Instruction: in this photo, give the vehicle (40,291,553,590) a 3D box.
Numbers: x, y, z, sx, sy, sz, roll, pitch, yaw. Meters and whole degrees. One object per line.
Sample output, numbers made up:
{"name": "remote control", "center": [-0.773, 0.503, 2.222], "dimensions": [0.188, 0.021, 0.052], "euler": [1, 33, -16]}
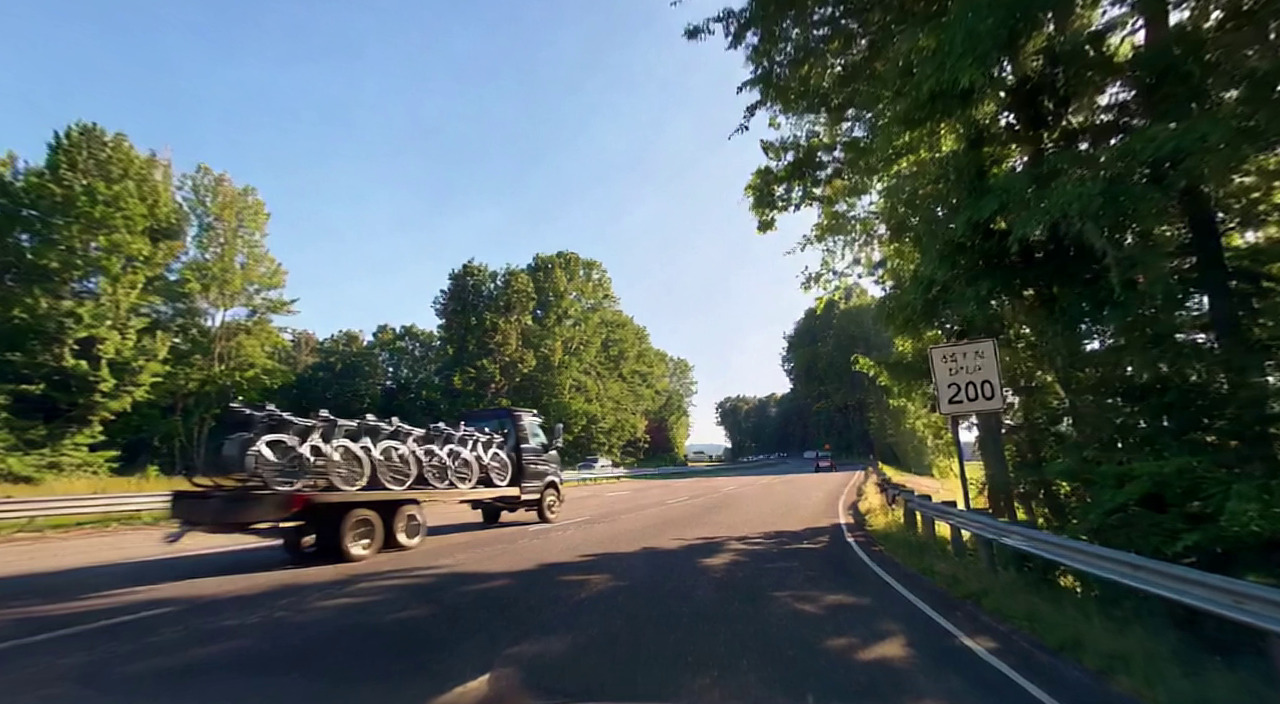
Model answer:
{"name": "vehicle", "center": [-4.559, 1.643, 10.897], "dimensions": [2.841, 3.244, 7.689], "euler": [-3, -11, 18]}
